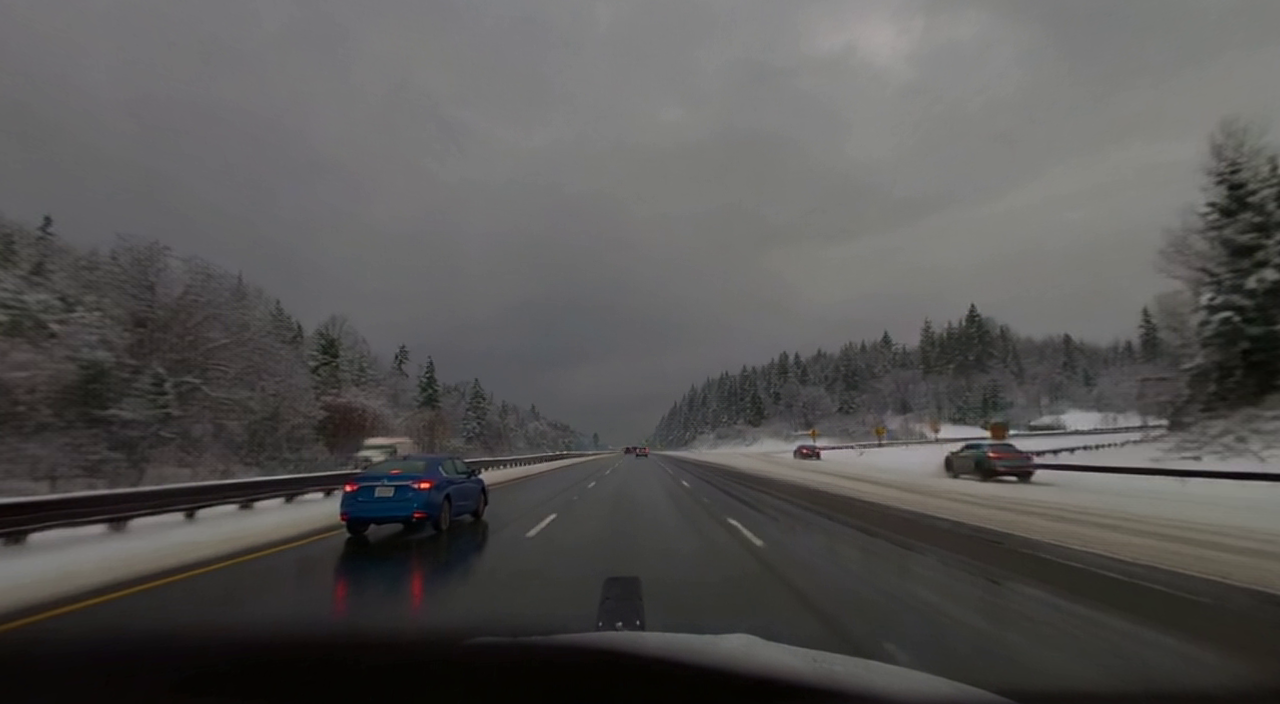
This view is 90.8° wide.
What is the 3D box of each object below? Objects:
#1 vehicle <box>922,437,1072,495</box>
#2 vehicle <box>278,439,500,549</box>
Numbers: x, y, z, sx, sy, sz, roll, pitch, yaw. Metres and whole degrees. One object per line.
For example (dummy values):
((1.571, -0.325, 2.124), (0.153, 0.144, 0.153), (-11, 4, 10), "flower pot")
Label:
((10.278, 3.313, 18.659), (1.884, 1.485, 4.600), (-1, -9, 2), "vehicle")
((-3.868, 2.249, 10.743), (1.873, 1.438, 4.546), (0, -9, 1), "vehicle")
